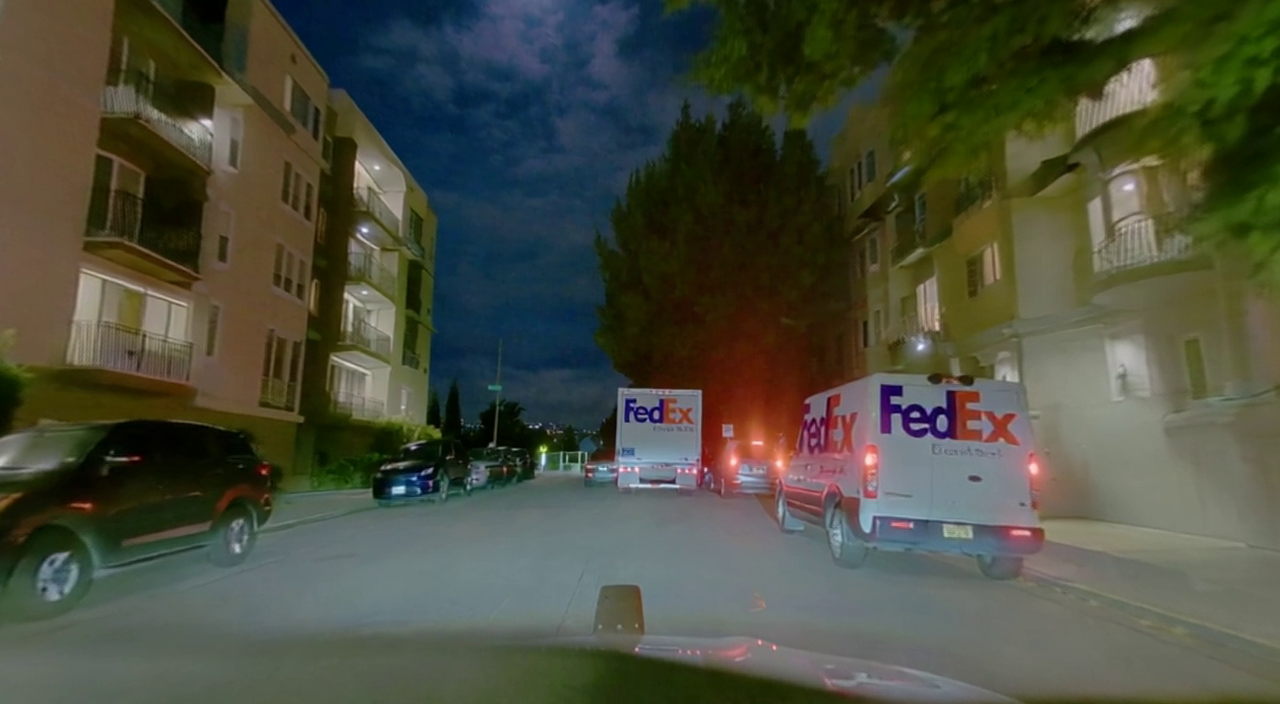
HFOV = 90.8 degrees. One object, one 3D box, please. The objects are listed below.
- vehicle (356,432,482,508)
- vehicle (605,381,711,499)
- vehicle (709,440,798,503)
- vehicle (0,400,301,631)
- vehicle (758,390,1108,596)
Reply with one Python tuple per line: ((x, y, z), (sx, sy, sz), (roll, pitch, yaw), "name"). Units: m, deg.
((-6.081, 3.271, 18.091), (2.020, 1.867, 4.654), (0, -8, -1), "vehicle")
((0.404, 3.028, 21.647), (2.930, 3.275, 8.180), (0, -8, -1), "vehicle")
((3.192, 3.412, 18.512), (1.868, 1.623, 3.815), (0, -8, 0), "vehicle")
((-5.959, 1.558, 6.898), (2.089, 1.757, 4.256), (0, -8, 0), "vehicle")
((3.376, 1.774, 8.998), (2.221, 1.991, 5.564), (0, -8, -1), "vehicle")
